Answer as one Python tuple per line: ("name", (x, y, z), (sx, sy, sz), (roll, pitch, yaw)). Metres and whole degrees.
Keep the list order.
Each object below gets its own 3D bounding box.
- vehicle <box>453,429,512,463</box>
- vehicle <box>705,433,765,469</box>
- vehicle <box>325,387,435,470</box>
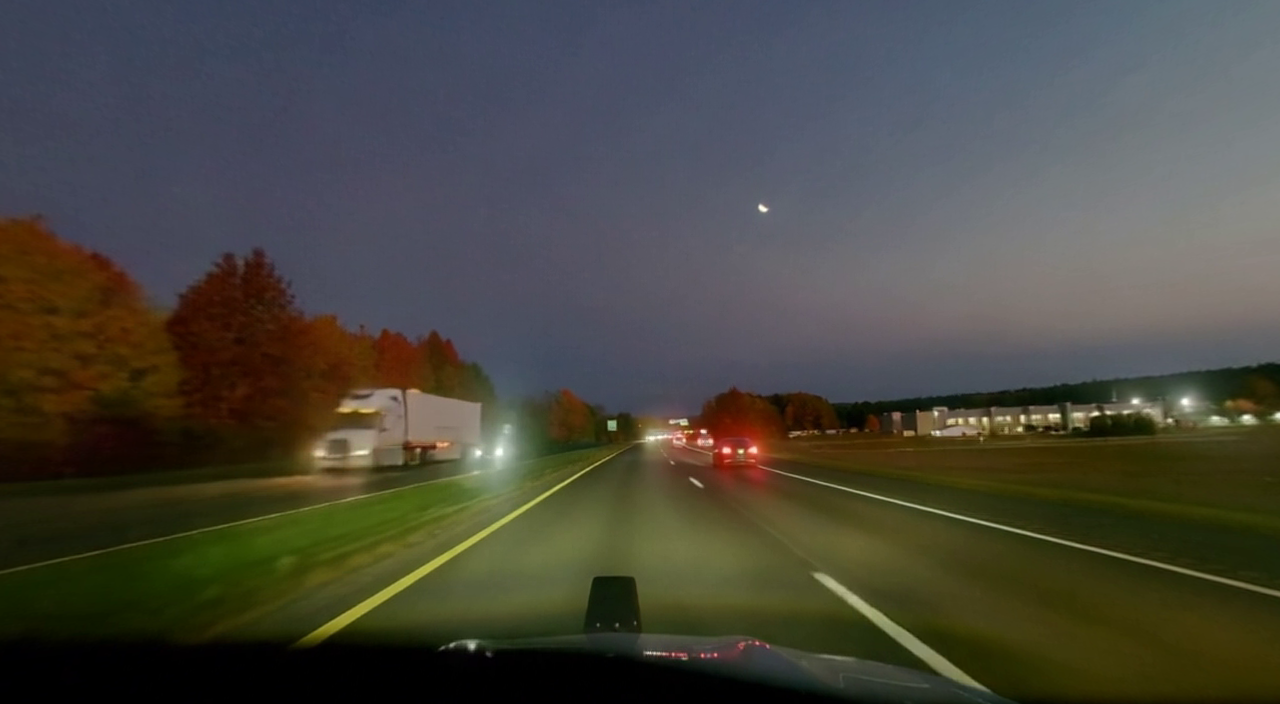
("vehicle", (-8.674, 5.228, 35.095), (2.058, 1.767, 4.894), (0, -8, 0))
("vehicle", (4.222, 4.461, 28.570), (2.024, 1.516, 4.197), (0, -8, -1))
("vehicle", (-12.959, 3.926, 32.014), (2.988, 3.815, 5.937), (0, -8, 0))
